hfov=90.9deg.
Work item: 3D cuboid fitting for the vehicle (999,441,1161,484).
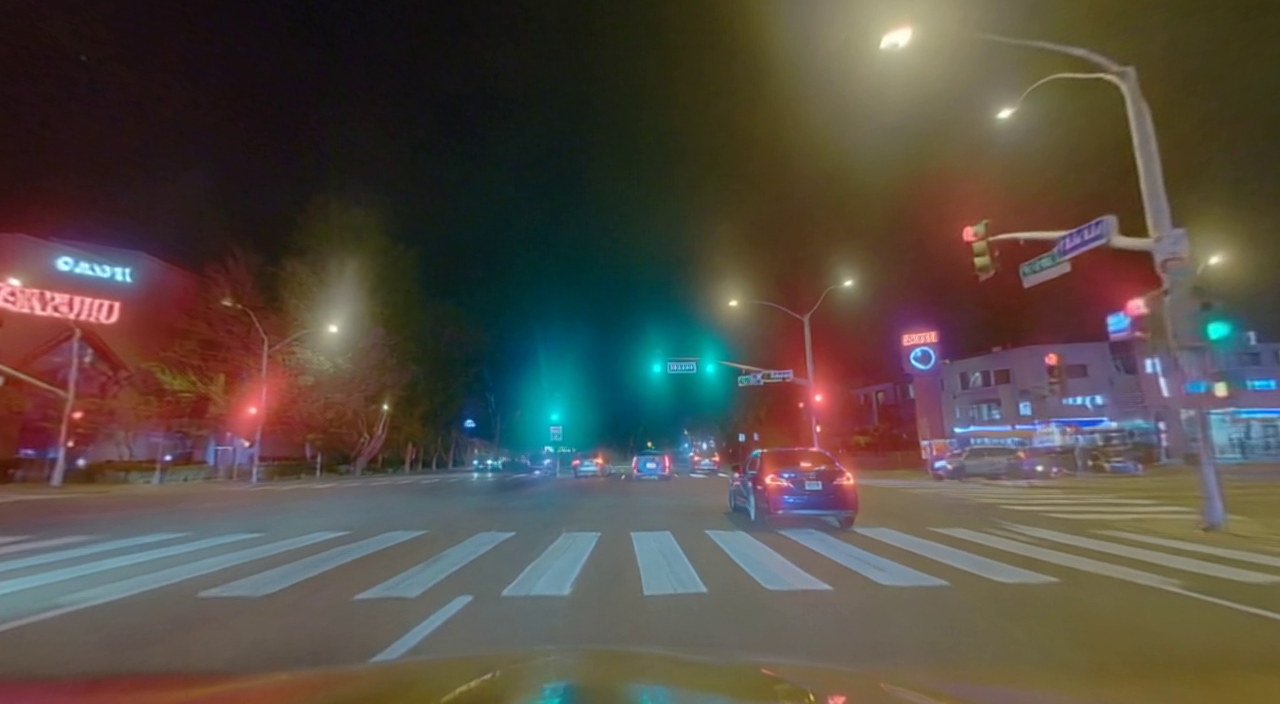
[{"bbox_3d":[15.726,3.939,22.697,4.481,1.427,1.830,0,-8,-1],"label":"vehicle"}]

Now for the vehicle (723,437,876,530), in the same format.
[{"bbox_3d":[2.945,2.500,12.654,1.946,1.513,4.133,0,-8,0],"label":"vehicle"}]

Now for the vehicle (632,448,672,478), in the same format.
[{"bbox_3d":[0.629,6.009,34.381,2.070,1.460,4.118,0,-8,0],"label":"vehicle"}]

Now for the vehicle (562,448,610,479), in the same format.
[{"bbox_3d":[-2.766,5.827,33.175,2.040,1.471,4.211,-1,-8,2],"label":"vehicle"}]

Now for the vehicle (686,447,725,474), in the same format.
[{"bbox_3d":[3.966,6.618,38.674,1.931,1.552,4.125,0,-8,0],"label":"vehicle"}]
